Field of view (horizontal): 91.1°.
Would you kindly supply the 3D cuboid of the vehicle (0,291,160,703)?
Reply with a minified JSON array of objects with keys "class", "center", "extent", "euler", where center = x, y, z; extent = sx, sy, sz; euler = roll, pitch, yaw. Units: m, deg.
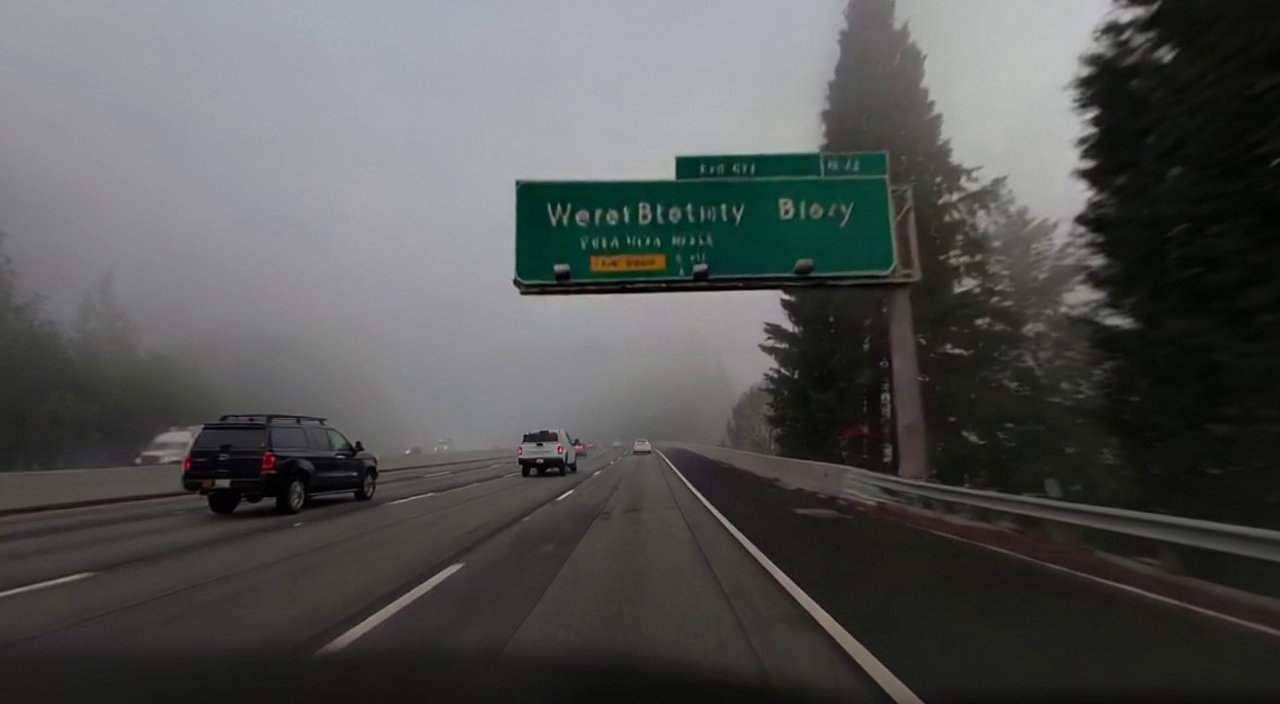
[{"class":"vehicle","center":[-3.805,0.482,1.125],"extent":[2.079,1.929,4.748],"euler":[0,-8,0]}]

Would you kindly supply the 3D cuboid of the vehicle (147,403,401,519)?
[{"class":"vehicle","center":[-7.269,2.245,13.411],"extent":[2.160,1.949,5.293],"euler":[0,-8,1]}]

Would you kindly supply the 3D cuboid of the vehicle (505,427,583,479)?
[{"class":"vehicle","center":[-3.559,3.888,24.405],"extent":[2.142,1.789,5.009],"euler":[0,-8,1]}]
